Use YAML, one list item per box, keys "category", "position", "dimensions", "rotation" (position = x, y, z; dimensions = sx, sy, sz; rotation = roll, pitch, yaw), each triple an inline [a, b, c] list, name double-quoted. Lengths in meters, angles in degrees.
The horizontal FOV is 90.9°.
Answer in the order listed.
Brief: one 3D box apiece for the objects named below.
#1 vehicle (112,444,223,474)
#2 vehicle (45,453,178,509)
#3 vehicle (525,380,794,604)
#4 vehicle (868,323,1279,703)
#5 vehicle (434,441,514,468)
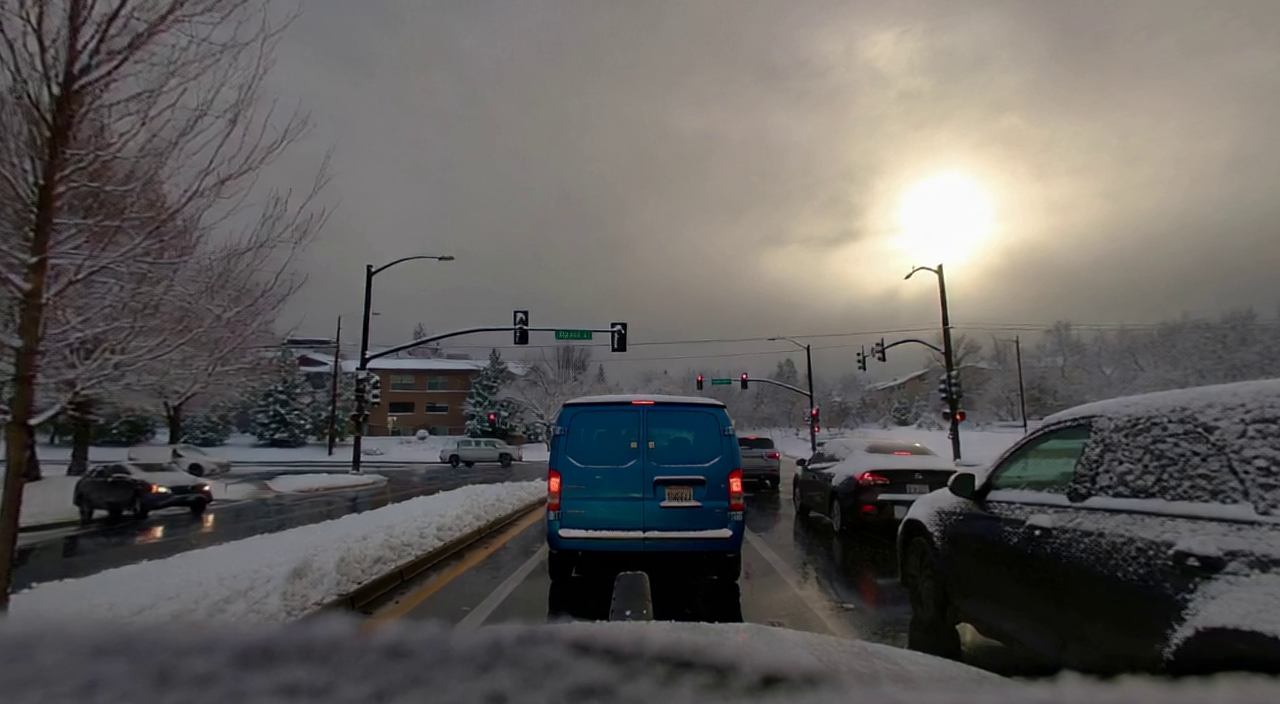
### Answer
- category: "vehicle"
  position: [-26.171, 5.917, 35.005]
  dimensions: [4.498, 1.547, 1.886]
  rotation: [1, -8, -5]
- category: "vehicle"
  position: [-18.009, 4.306, 21.442]
  dimensions: [4.654, 1.488, 2.023]
  rotation: [-5, -5, 31]
- category: "vehicle"
  position: [0.179, 1.464, 7.421]
  dimensions: [2.185, 1.822, 4.391]
  rotation: [0, -8, 1]
- category: "vehicle"
  position: [2.897, 0.950, 3.172]
  dimensions: [1.971, 1.663, 4.287]
  rotation: [0, -8, 2]
- category: "vehicle"
  position: [-9.973, 6.144, 37.790]
  dimensions: [4.479, 1.522, 2.003]
  rotation: [2, -9, -17]
